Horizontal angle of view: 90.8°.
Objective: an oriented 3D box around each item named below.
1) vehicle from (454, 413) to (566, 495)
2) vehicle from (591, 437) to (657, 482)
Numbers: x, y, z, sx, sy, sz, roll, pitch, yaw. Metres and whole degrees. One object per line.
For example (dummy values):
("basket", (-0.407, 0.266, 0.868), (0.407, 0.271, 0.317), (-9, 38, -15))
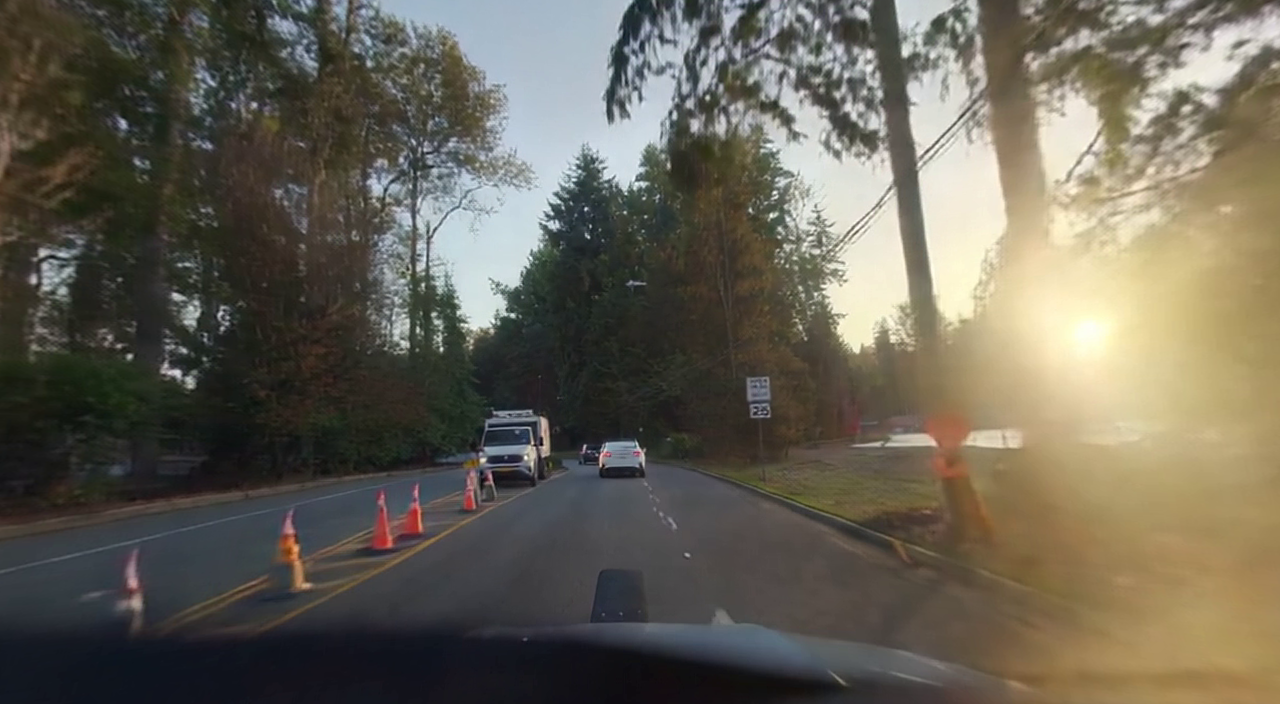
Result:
("vehicle", (-3.657, 3.054, 19.173), (2.671, 2.053, 6.074), (1, -8, -6))
("vehicle", (-0.634, 3.901, 23.250), (2.186, 1.463, 4.356), (0, -8, -3))
